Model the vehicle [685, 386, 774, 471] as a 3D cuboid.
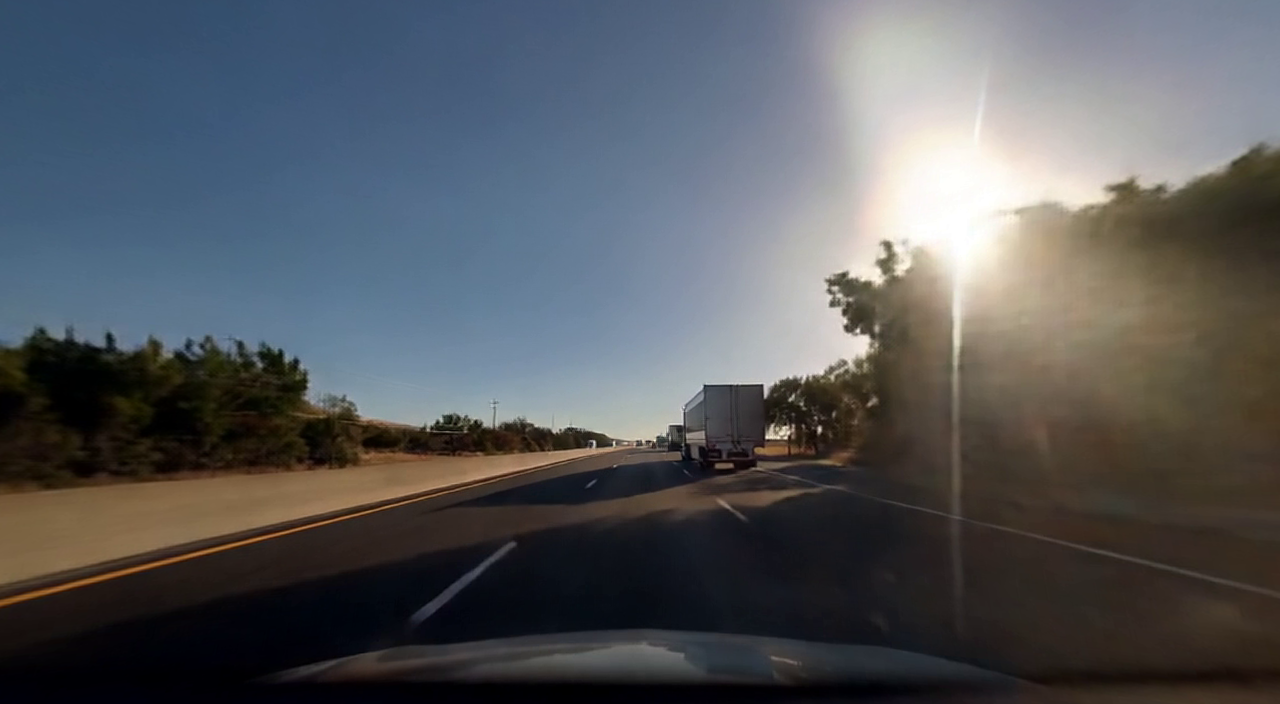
[{"bbox_3d":[4.699,4.672,36.734,3.485,3.975,14.489,0,-8,1],"label":"vehicle"}]
